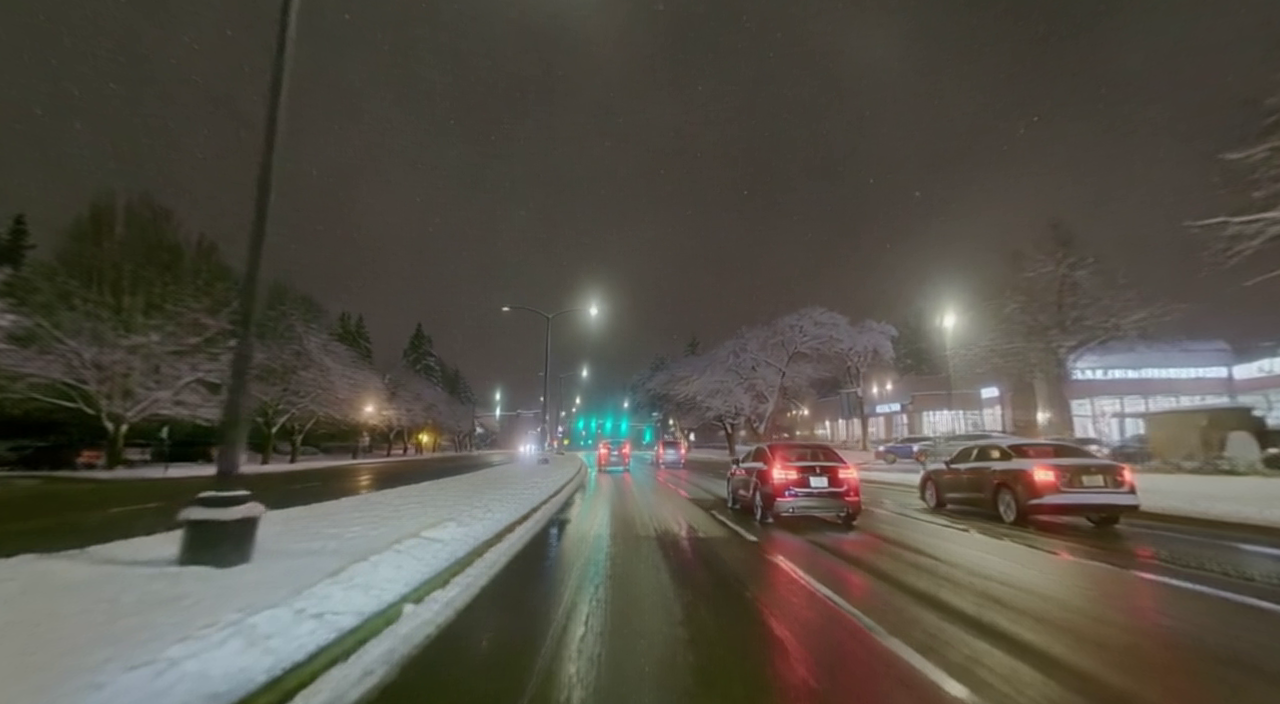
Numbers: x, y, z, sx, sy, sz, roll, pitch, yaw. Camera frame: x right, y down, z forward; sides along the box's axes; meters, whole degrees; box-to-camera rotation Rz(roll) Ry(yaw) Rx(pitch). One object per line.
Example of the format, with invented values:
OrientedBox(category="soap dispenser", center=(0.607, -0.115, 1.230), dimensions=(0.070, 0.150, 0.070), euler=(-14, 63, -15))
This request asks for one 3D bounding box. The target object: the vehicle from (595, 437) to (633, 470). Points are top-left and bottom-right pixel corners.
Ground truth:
OrientedBox(category="vehicle", center=(-1.590, 5.931, 36.866), dimensions=(2.051, 1.798, 4.168), euler=(1, -8, -4))

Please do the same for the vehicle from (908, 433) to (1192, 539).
OrientedBox(category="vehicle", center=(6.661, 2.188, 10.975), dimensions=(1.917, 1.457, 4.274), euler=(0, -8, -3))

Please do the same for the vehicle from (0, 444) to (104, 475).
OrientedBox(category="vehicle", center=(-30.543, 5.501, 32.295), dimensions=(4.040, 1.501, 2.088), euler=(1, -8, -4))

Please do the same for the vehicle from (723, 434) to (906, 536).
OrientedBox(category="vehicle", center=(2.817, 2.249, 11.301), dimensions=(1.883, 1.452, 4.258), euler=(0, -8, -3))

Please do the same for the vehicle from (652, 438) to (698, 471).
OrientedBox(category="vehicle", center=(1.924, 5.788, 35.734), dimensions=(2.000, 1.745, 4.206), euler=(1, -8, -5))

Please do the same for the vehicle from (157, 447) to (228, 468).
OrientedBox(category="vehicle", center=(-30.782, 7.234, 43.371), dimensions=(3.502, 1.364, 1.773), euler=(1, -8, -4))
